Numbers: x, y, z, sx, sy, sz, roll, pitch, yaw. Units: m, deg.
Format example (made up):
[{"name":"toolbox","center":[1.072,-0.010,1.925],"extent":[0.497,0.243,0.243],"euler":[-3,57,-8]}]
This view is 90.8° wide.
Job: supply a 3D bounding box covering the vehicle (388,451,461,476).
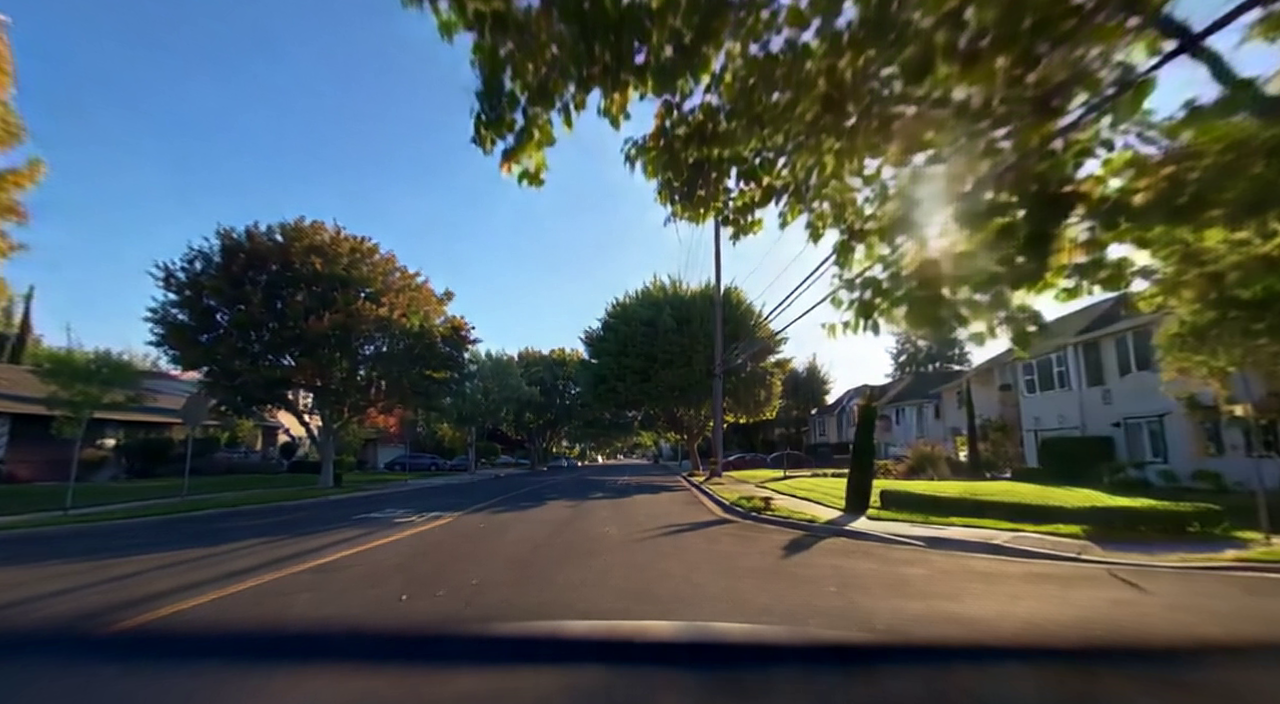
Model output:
[{"name":"vehicle","center":[-15.459,7.985,45.414],"extent":[4.500,1.714,1.924],"euler":[-1,-9,7]}]
